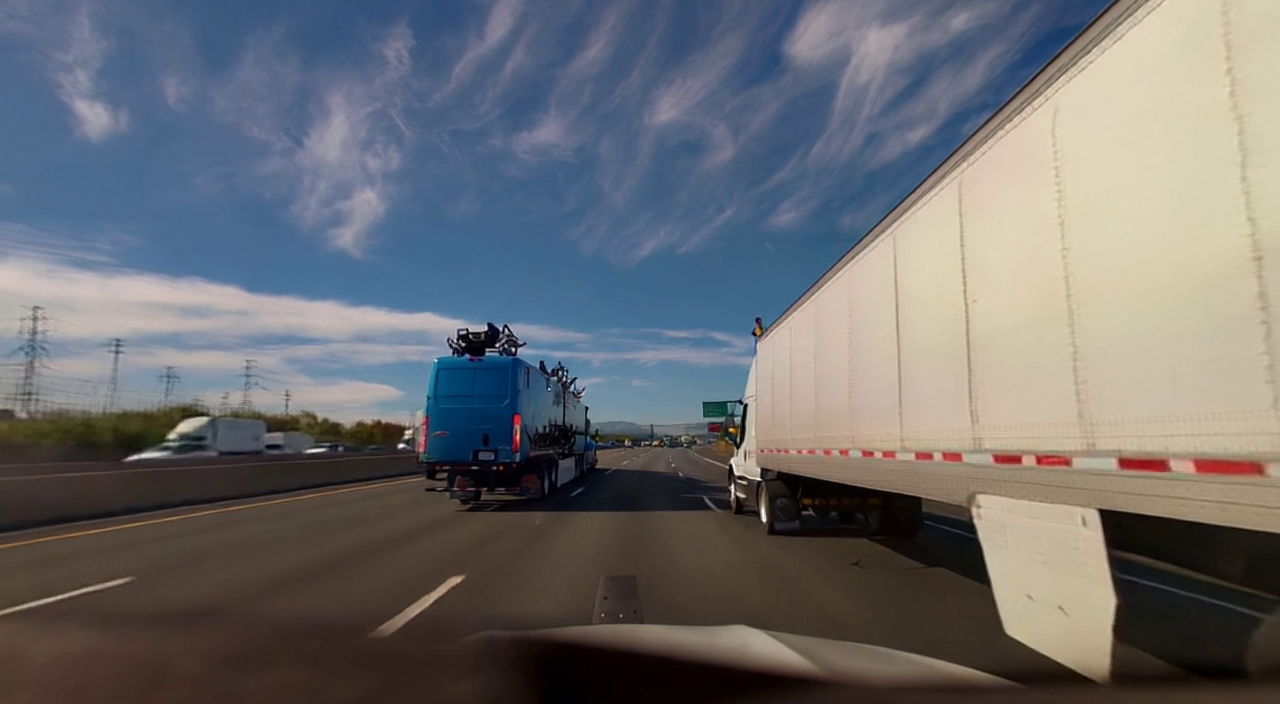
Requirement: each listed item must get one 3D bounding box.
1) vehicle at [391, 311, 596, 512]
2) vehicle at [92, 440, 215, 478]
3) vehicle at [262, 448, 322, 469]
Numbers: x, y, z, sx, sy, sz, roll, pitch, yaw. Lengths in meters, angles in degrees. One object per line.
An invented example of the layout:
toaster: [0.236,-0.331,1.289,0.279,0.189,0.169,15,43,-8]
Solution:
vehicle: [-3.536,2.363,21.078,2.939,4.132,16.303,0,-8,0]
vehicle: [-27.841,6.107,36.495,2.253,1.970,6.015,0,-8,1]
vehicle: [-27.348,8.355,49.817,1.911,1.505,4.787,0,-8,1]
